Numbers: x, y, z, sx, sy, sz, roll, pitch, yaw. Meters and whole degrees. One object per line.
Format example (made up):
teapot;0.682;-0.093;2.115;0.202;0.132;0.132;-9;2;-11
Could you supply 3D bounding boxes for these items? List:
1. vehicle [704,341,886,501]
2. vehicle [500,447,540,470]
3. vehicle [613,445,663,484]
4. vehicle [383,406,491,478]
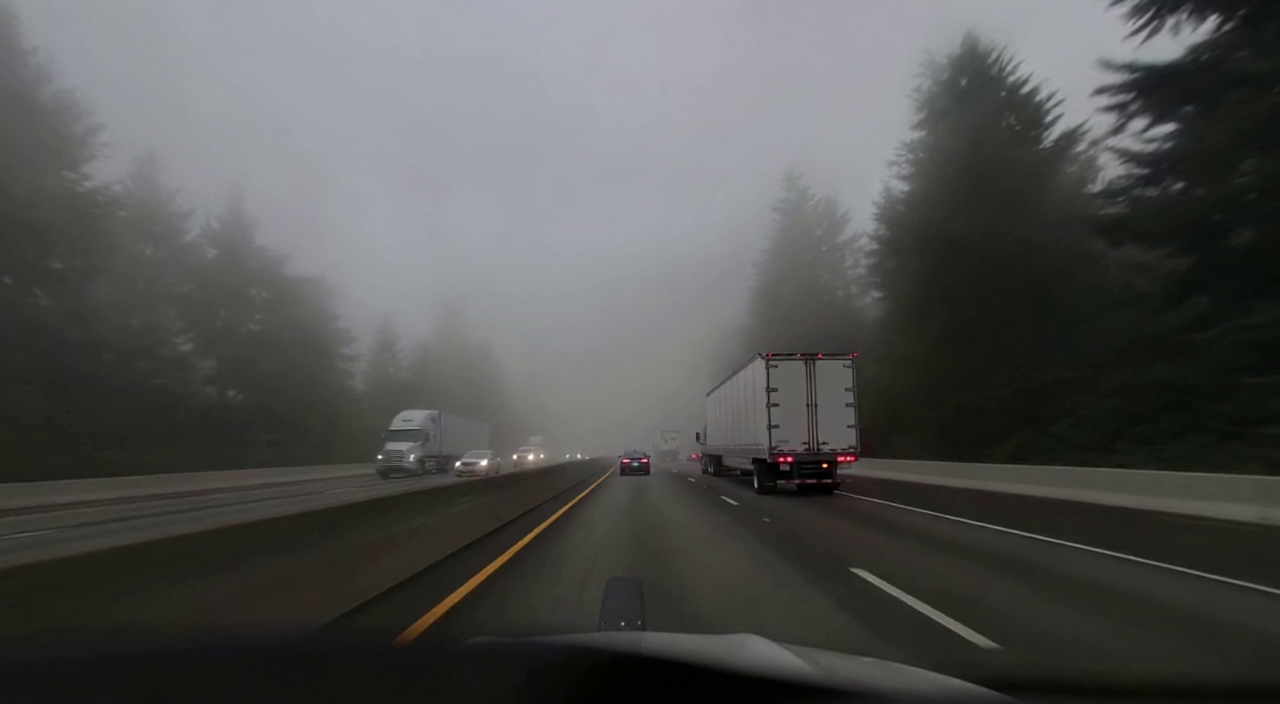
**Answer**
vehicle;4.638;2.803;23.066;2.842;4.060;13.939;0;-9;-1
vehicle;-8.663;7.704;45.723;1.993;1.515;4.232;0;-9;1
vehicle;-0.077;4.633;26.210;1.939;1.495;3.612;0;-9;0
vehicle;-13.260;6.253;43.062;2.880;4.084;13.982;0;-9;0
